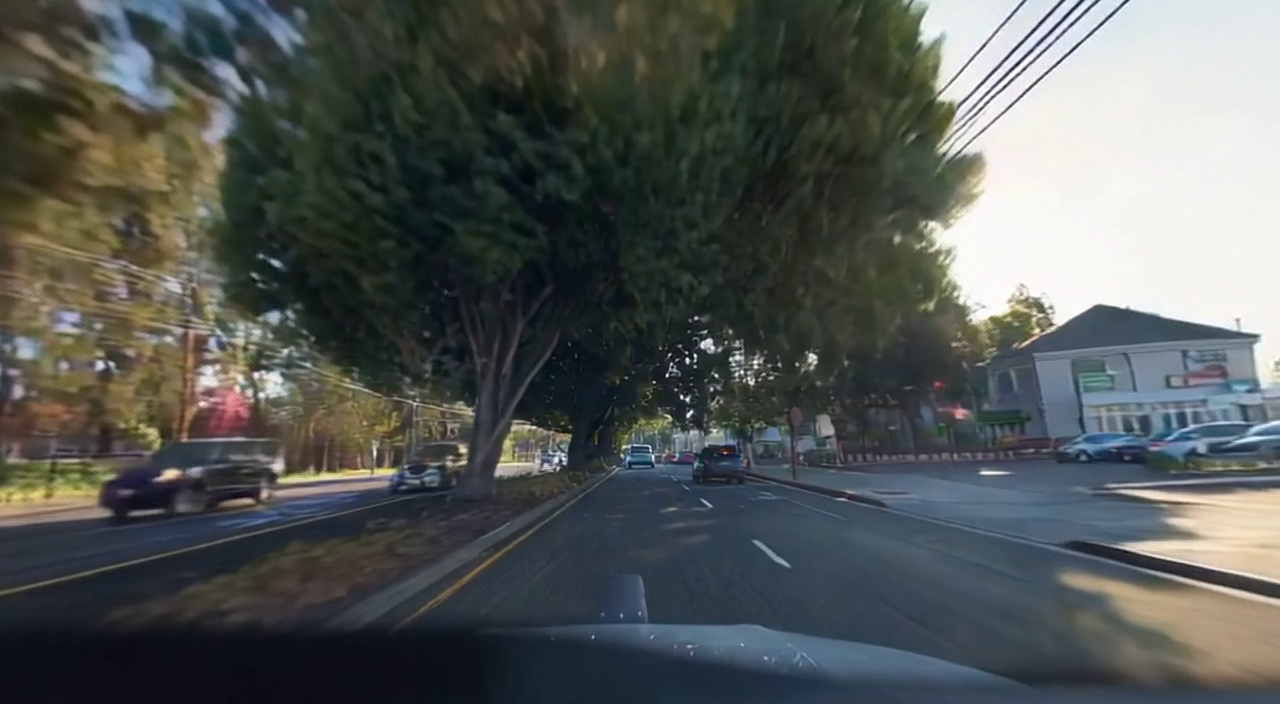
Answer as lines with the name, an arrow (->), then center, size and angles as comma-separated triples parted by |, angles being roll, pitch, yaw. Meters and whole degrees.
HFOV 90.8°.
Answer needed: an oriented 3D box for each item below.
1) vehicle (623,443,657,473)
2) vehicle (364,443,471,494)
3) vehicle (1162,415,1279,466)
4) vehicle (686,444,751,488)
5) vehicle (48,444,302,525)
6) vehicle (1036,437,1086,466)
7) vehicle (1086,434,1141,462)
vehicle -> -0.024, 6.977, 41.770 | 2.163, 1.825, 4.073 | -1, -8, 0
vehicle -> -8.381, 4.412, 24.336 | 2.518, 1.719, 4.314 | -1, -8, 0
vehicle -> 23.056, 3.333, 23.713 | 2.187, 1.757, 4.663 | 3, -9, -22
vehicle -> 3.057, 4.537, 25.532 | 1.990, 1.592, 4.294 | 0, -8, -1
vehicle -> -11.857, 3.364, 16.903 | 2.383, 1.725, 5.760 | -1, -8, 1
vehicle -> 24.408, 5.744, 36.546 | 2.071, 1.528, 4.644 | -7, -10, 36
vehicle -> 27.442, 5.578, 36.716 | 1.825, 1.476, 3.833 | -5, -9, 27
